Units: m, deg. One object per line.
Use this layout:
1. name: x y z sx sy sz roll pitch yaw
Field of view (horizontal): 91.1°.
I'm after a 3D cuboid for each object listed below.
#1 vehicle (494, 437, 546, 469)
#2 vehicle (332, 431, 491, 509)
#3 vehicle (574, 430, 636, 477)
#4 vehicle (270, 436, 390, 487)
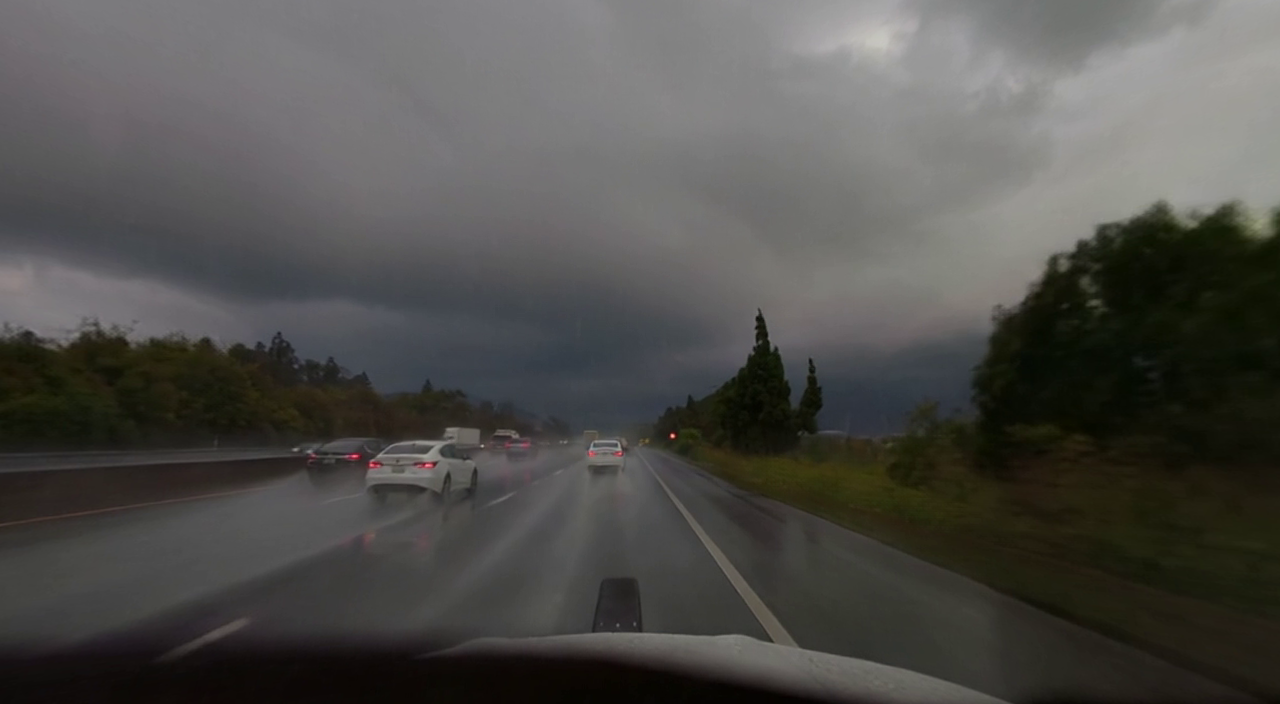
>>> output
1. vehicle: -5.816 4.918 30.915 1.835 1.432 3.835 0 -8 -1
2. vehicle: -4.912 2.558 14.296 1.971 1.464 4.386 0 -8 0
3. vehicle: -1.310 3.857 24.293 2.178 1.658 3.916 0 -8 -2
4. vehicle: -9.672 3.399 20.016 1.850 1.439 3.932 0 -8 -1
